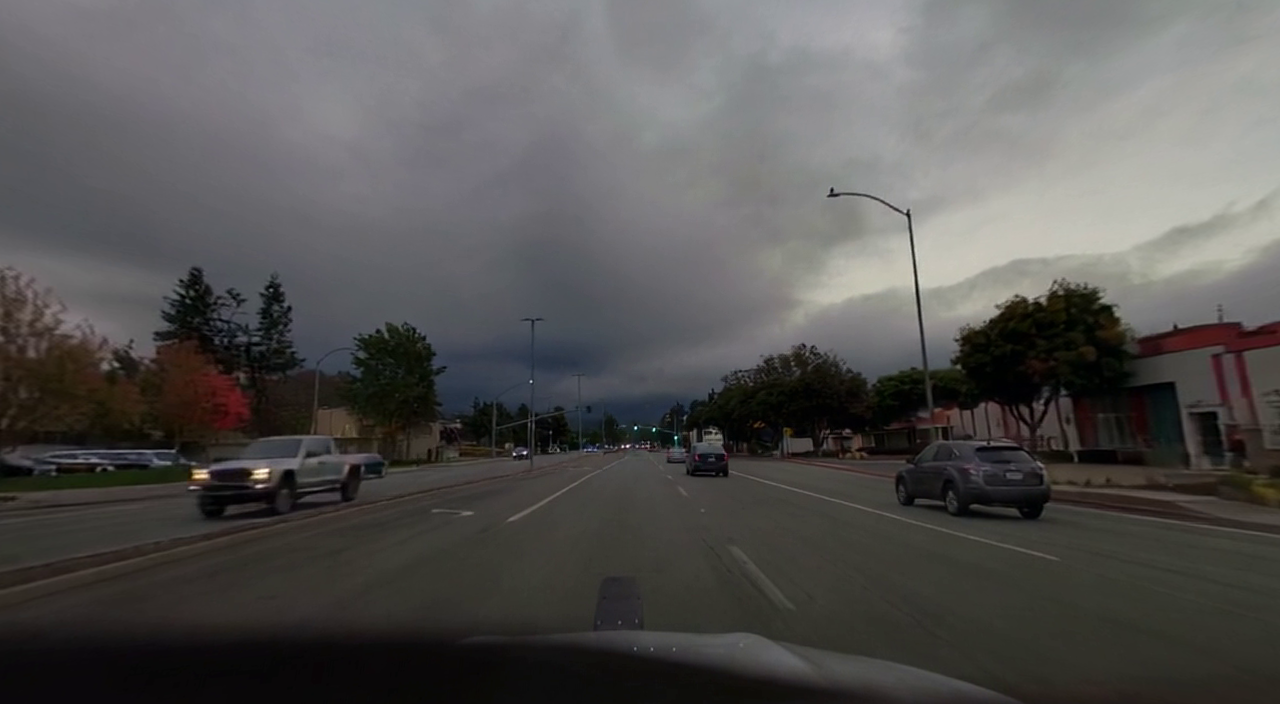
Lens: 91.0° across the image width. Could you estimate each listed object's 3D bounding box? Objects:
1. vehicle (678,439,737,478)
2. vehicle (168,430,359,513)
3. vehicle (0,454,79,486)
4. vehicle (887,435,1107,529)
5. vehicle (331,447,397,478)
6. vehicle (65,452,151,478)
[{"bbox_3d":[3.035,4.919,29.254,2.161,1.676,4.151,0,-9,-1],"label":"vehicle"},{"bbox_3d":[-9.212,2.946,15.959,2.160,1.785,4.280,0,-9,0],"label":"vehicle"},{"bbox_3d":[-28.642,5.454,29.217,3.453,1.405,1.745,0,-9,2],"label":"vehicle"},{"bbox_3d":[6.775,2.478,12.597,1.886,1.528,4.169,0,-9,-1],"label":"vehicle"},{"bbox_3d":[-16.574,6.638,38.055,1.947,1.738,4.428,0,-9,-1],"label":"vehicle"},{"bbox_3d":[-29.312,6.226,34.740,3.351,1.369,1.579,0,-8,3],"label":"vehicle"}]
